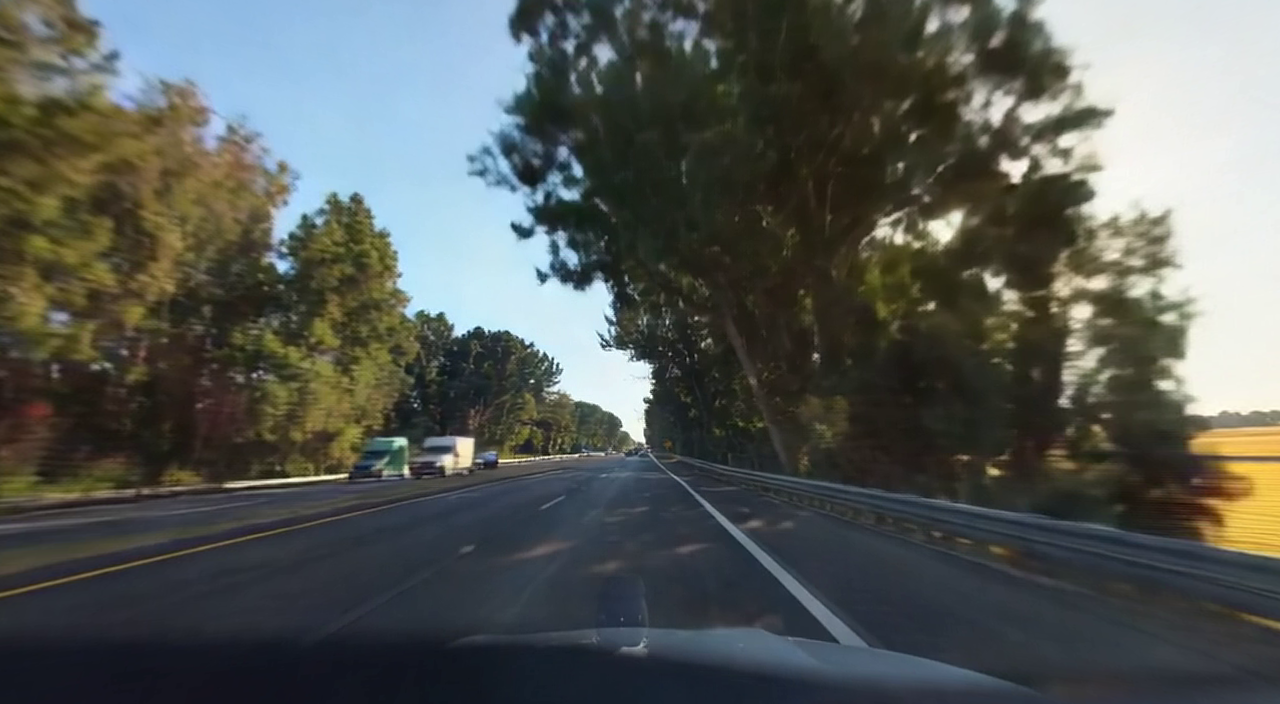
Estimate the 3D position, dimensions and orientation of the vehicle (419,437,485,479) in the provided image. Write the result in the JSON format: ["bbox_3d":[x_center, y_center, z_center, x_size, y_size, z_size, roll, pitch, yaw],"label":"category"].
[{"bbox_3d":[-11.712,6.650,39.745,2.436,2.436,5.427,0,-9,1],"label":"vehicle"}]

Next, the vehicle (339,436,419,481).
[{"bbox_3d":[-15.231,6.269,37.328,2.186,2.416,5.733,0,-9,1],"label":"vehicle"}]
